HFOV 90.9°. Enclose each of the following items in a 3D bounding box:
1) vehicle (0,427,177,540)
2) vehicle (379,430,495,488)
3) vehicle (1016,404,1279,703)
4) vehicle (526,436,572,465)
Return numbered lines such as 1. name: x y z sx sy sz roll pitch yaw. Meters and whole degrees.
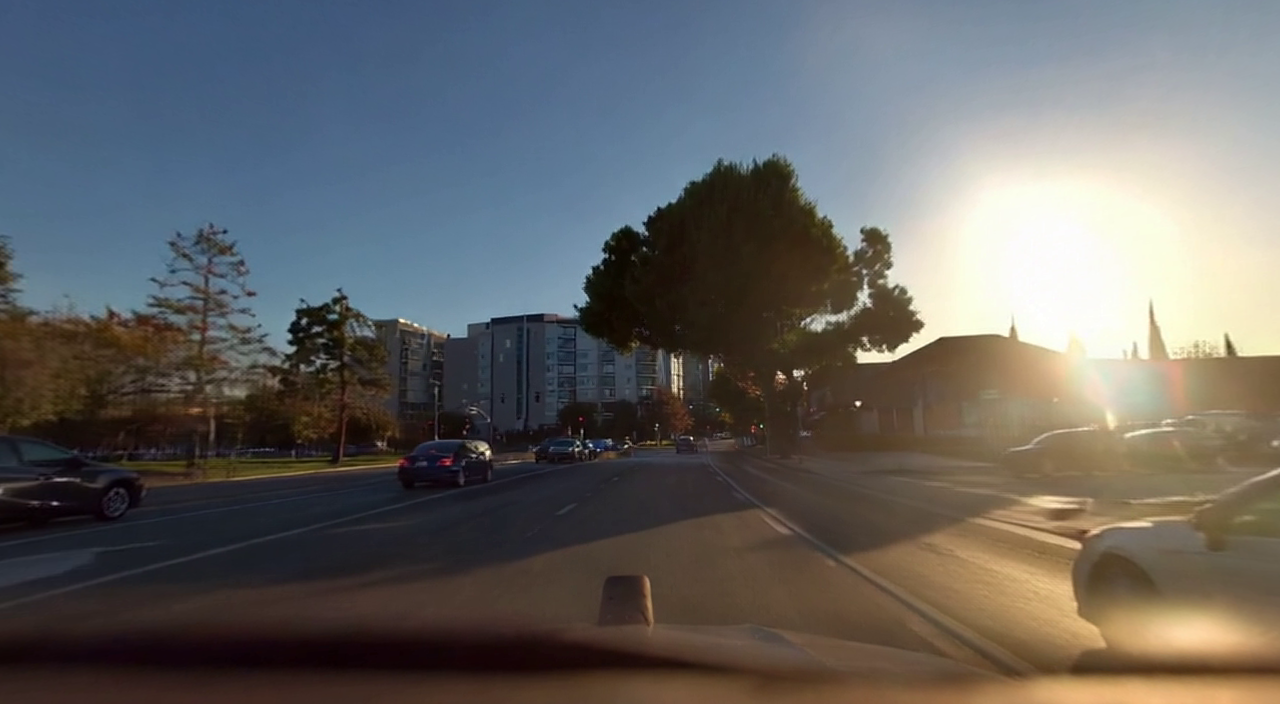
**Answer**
1. vehicle: -9.852 1.966 9.719 1.951 1.554 4.444 0 -8 2
2. vehicle: -6.206 3.318 19.902 1.988 1.597 4.404 0 -8 3
3. vehicle: 3.851 0.930 2.395 2.003 1.494 4.705 0 -8 1
4. vehicle: -5.341 5.816 37.460 1.870 1.616 3.765 -1 -8 5
